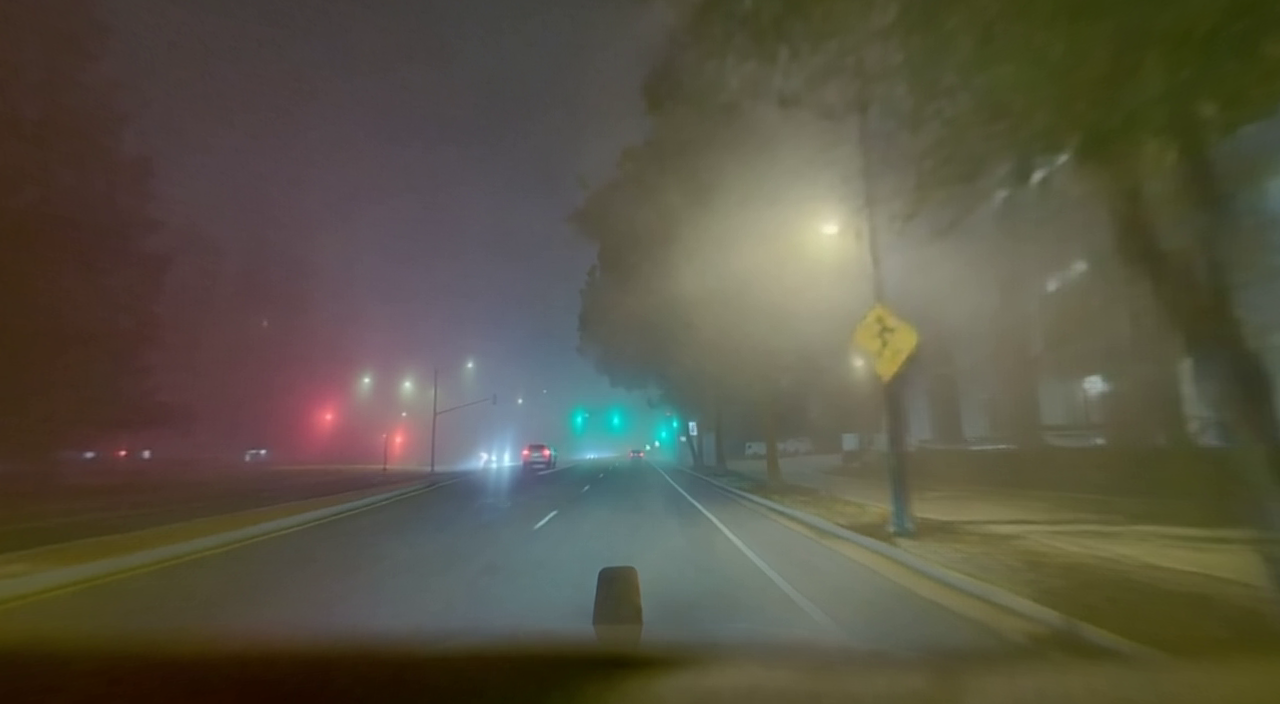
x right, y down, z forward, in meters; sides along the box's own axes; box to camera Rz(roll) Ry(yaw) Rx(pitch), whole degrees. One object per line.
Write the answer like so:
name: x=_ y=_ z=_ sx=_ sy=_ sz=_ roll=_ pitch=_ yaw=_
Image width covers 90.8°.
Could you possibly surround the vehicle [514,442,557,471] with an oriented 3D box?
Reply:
vehicle: x=-6.500 y=6.565 z=39.735 sx=2.076 sy=1.724 sz=4.188 roll=0 pitch=-9 yaw=-2
